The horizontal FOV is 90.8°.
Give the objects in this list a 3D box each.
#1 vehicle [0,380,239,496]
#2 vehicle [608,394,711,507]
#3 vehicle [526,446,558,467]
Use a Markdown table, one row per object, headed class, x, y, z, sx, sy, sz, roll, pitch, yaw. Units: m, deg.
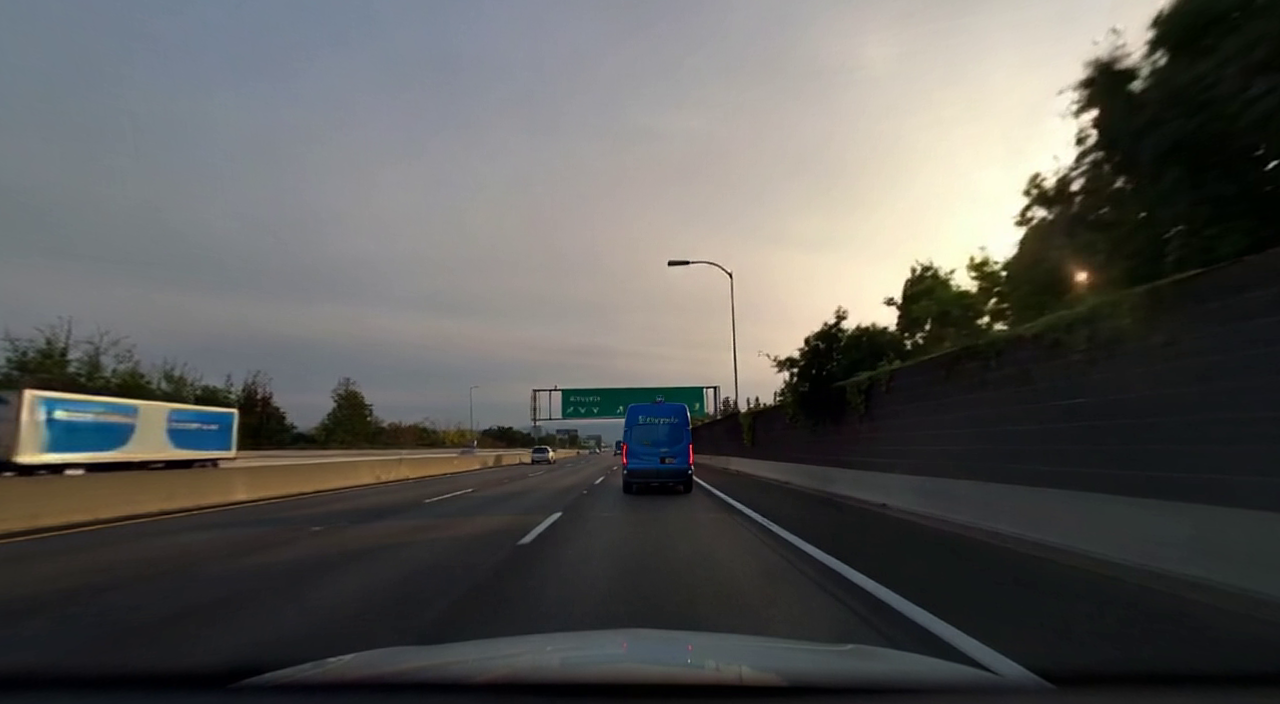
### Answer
| class | x | y | z | sx | sy | sz | roll | pitch | yaw |
| --- | --- | --- | --- | --- | --- | --- | --- | --- | --- |
| vehicle | -23.940 | 4.000 | 28.342 | 2.870 | 4.012 | 13.572 | 0 | -9 | 0 |
| vehicle | 0.357 | 2.668 | 17.148 | 2.332 | 2.558 | 5.314 | 0 | -9 | -2 |
| vehicle | -7.484 | 8.017 | 48.551 | 1.829 | 1.518 | 3.776 | 0 | -9 | 0 |
